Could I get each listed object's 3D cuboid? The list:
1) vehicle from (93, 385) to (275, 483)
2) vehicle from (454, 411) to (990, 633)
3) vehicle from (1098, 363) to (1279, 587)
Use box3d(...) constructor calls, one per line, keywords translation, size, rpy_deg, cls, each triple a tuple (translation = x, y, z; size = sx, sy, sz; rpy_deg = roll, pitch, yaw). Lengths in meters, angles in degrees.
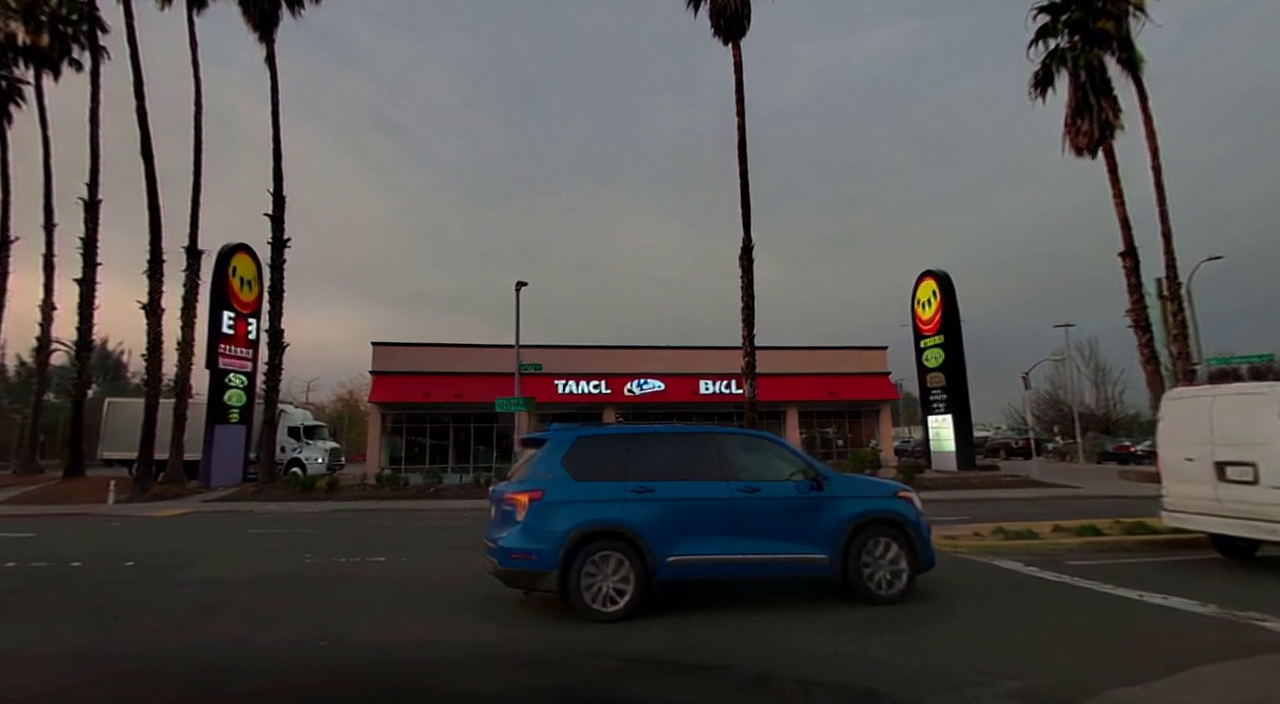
box3d(translation=(-20.718, 3.909, 29.531), size=(3.034, 3.929, 7.699), rpy_deg=(1, -9, -5), cls="vehicle")
box3d(translation=(0.656, 1.533, 6.363), size=(4.493, 1.728, 2.137), rpy_deg=(1, -9, -7), cls="vehicle")
box3d(translation=(9.374, 1.403, 7.514), size=(6.246, 2.202, 2.277), rpy_deg=(1, -9, -6), cls="vehicle")
